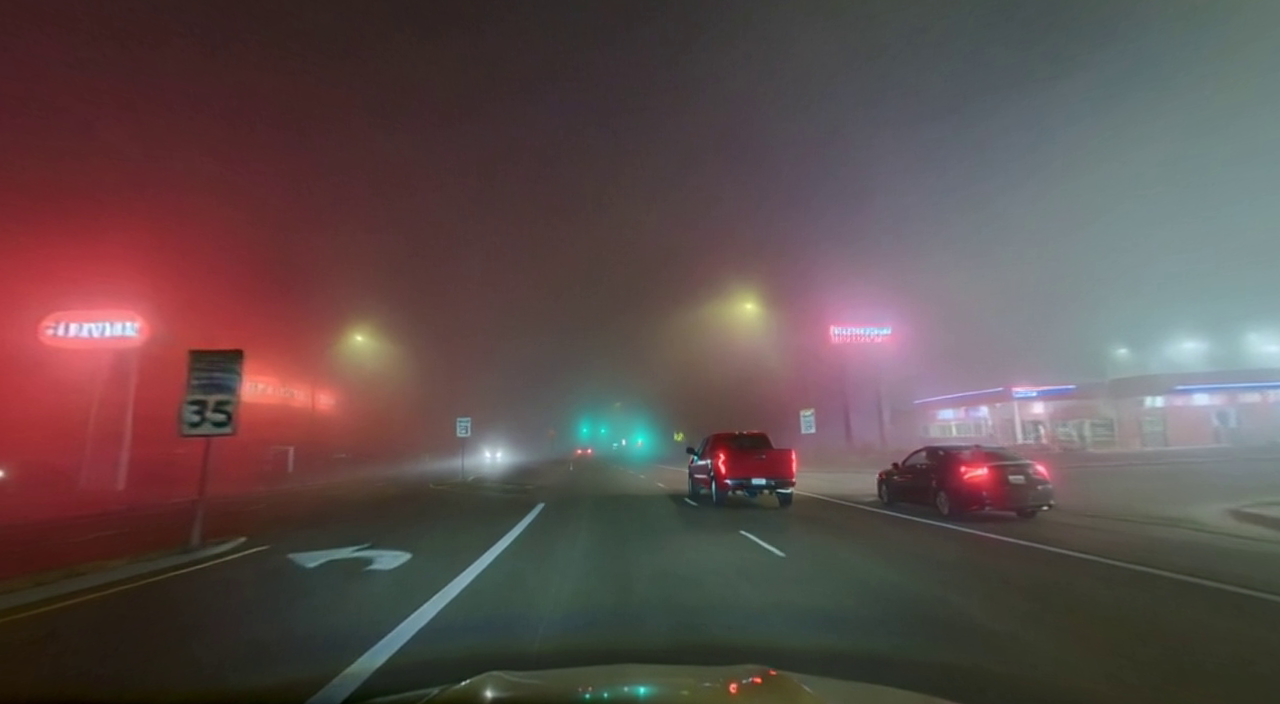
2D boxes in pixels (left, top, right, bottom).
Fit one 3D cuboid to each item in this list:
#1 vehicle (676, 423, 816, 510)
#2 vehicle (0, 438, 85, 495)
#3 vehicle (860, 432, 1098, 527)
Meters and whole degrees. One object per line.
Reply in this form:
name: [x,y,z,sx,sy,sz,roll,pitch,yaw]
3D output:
vehicle: [2.321,2.707,15.468,2.214,1.749,4.998,1,-8,-4]
vehicle: [-31.274,5.646,31.514,2.217,2.629,5.839,1,-8,-7]
vehicle: [6.133,2.327,12.183,1.986,1.480,4.296,1,-8,-4]
